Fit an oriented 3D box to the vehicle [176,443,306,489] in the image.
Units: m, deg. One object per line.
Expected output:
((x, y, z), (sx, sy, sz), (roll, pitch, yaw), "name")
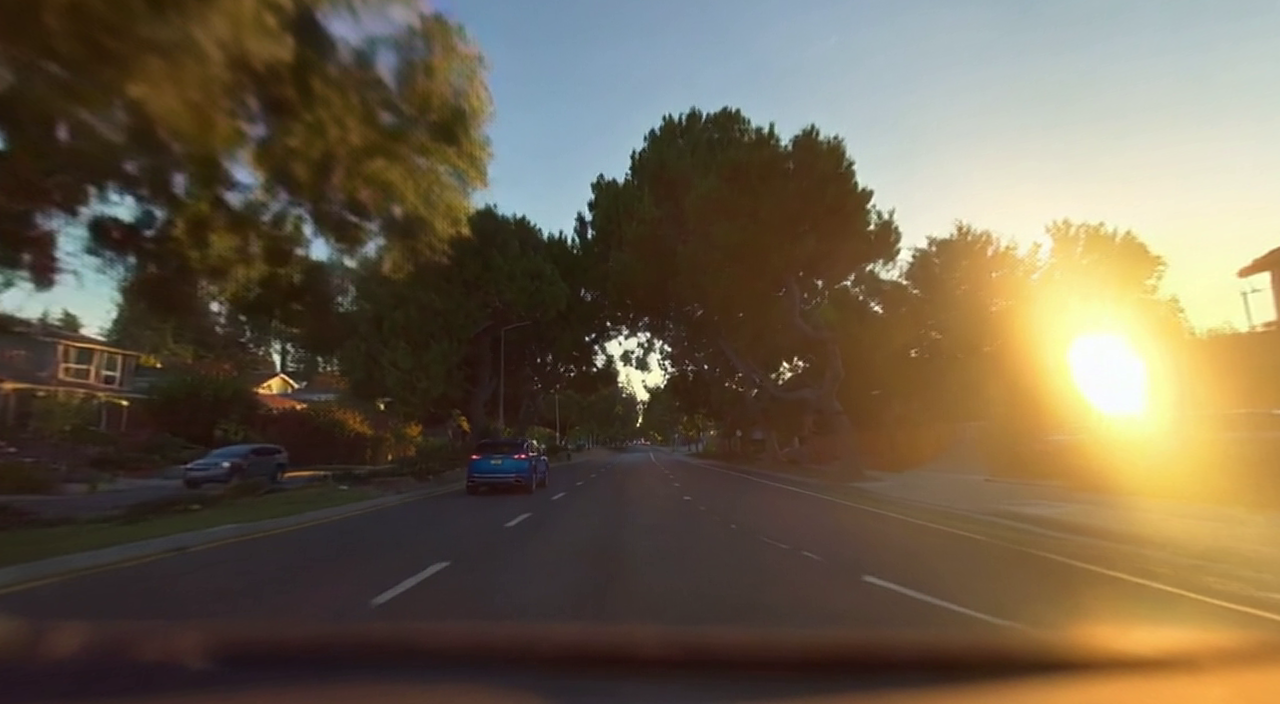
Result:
((-16.676, 4.752, 26.804), (2.202, 1.724, 4.934), (-1, -8, 1), "vehicle")

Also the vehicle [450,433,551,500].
((-3.971, 3.329, 18.818), (1.993, 1.733, 4.262), (-1, -8, 1), "vehicle")
